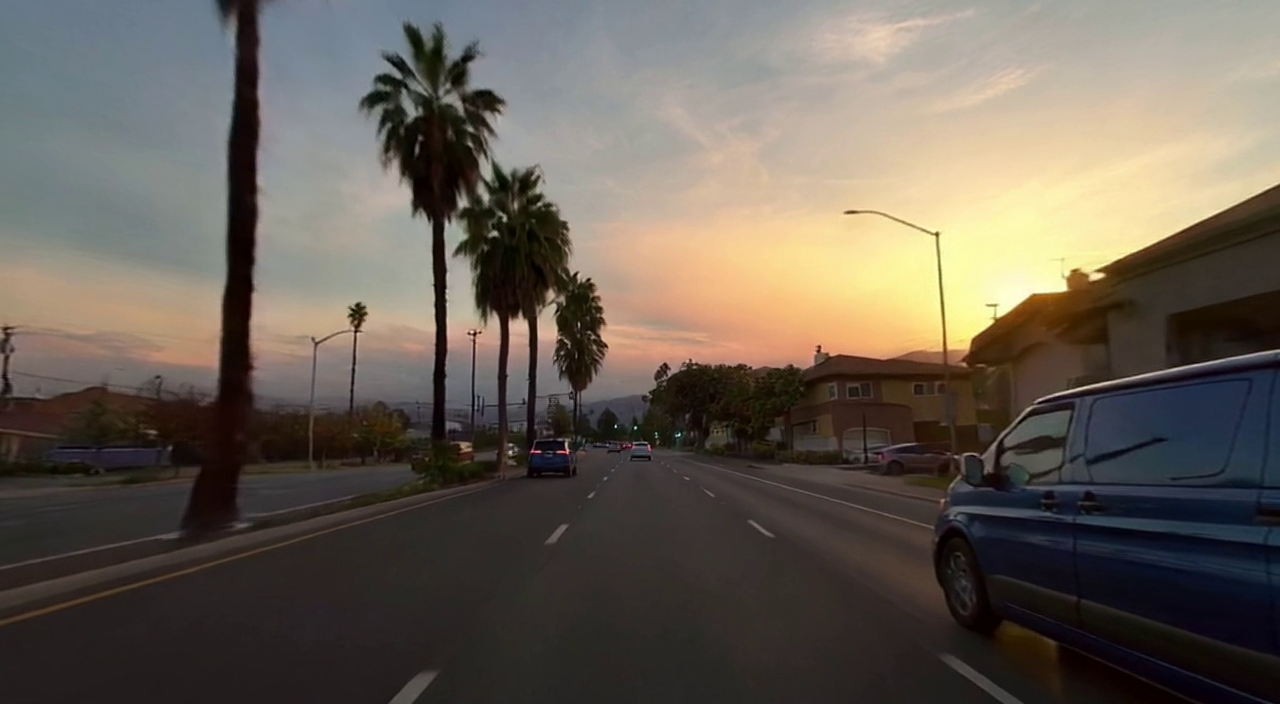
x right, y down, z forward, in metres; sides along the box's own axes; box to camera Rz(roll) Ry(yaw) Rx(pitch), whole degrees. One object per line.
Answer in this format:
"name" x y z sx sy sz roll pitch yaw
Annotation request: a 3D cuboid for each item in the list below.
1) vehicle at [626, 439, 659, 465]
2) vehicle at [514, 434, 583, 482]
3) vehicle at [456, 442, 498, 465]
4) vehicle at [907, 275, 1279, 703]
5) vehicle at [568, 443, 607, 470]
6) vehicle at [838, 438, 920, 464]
"vehicle" 0.124 7.110 44.868 2.191 1.761 3.857 0 -9 -1
"vehicle" -3.430 4.060 24.450 1.967 1.703 4.157 0 -9 1
"vehicle" -12.266 7.682 47.774 1.989 1.631 4.500 0 -9 0
"vehicle" 3.463 0.801 3.065 2.234 1.912 4.847 0 -9 1
"vehicle" -2.932 5.899 35.857 1.869 1.454 4.142 0 -9 0
"vehicle" 15.186 6.317 40.417 1.945 1.490 4.748 4 -10 -26
